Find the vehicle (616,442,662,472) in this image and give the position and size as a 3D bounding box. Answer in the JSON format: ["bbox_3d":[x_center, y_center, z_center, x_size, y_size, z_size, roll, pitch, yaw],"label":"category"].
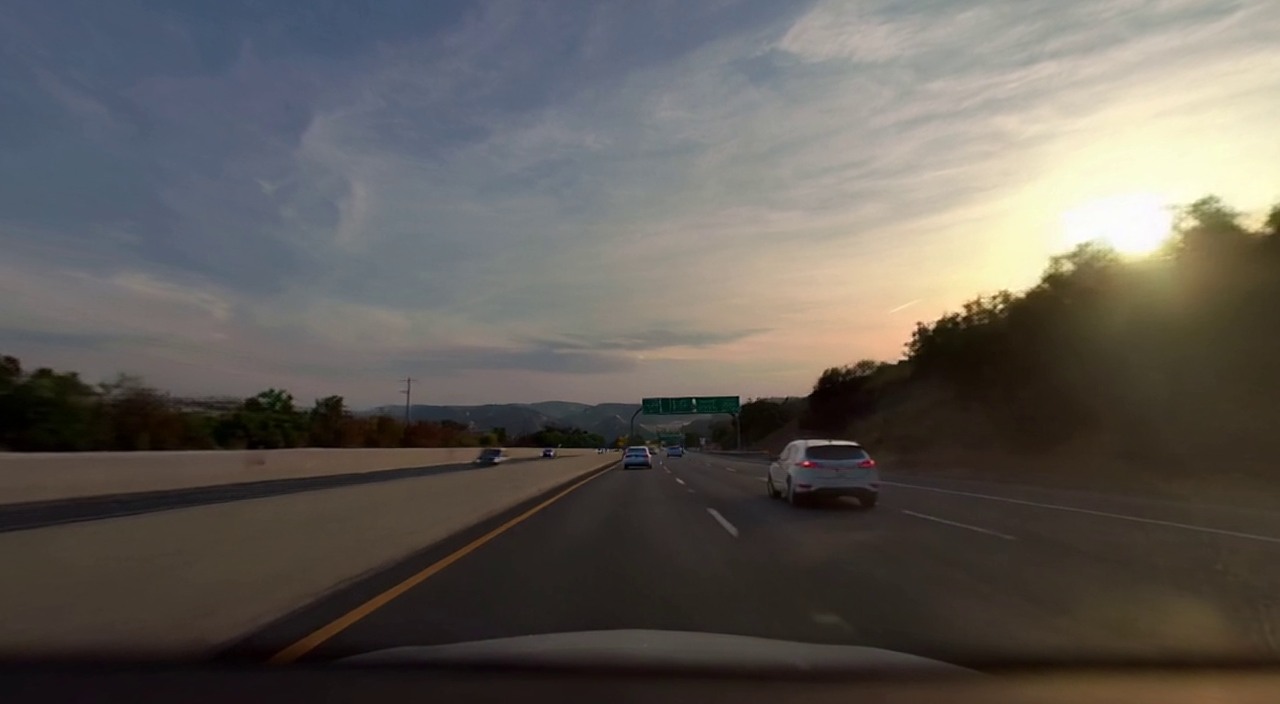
[{"bbox_3d":[0.006,6.101,36.645,2.084,1.594,4.219,-2,-8,7],"label":"vehicle"}]

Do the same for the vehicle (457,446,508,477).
[{"bbox_3d":[-8.575,5.971,34.532,1.968,1.597,4.349,0,-8,-4],"label":"vehicle"}]

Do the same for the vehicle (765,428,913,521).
[{"bbox_3d":[3.887,2.449,13.012,1.969,1.595,3.964,-1,-8,4],"label":"vehicle"}]
